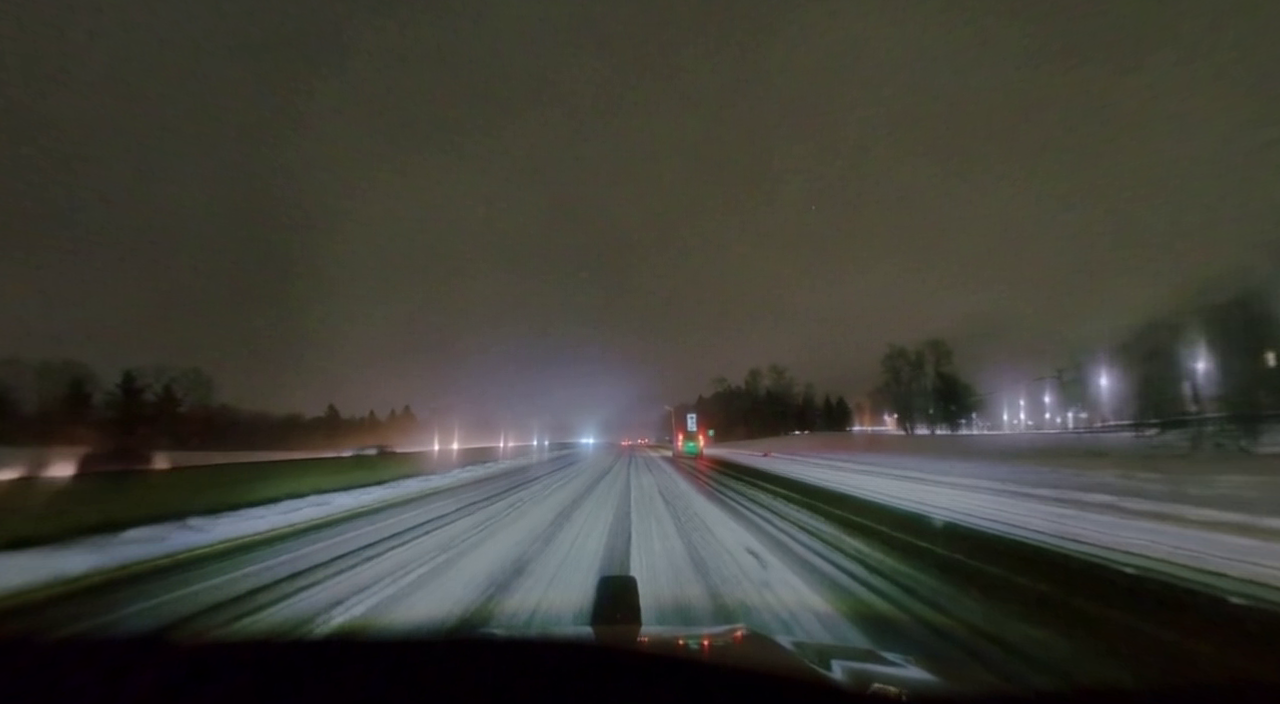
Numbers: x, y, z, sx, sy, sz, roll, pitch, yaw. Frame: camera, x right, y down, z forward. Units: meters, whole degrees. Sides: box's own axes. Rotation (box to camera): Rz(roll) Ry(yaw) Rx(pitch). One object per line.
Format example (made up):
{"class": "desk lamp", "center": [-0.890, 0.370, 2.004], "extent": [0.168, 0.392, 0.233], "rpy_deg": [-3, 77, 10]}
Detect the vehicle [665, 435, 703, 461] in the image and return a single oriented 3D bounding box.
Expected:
{"class": "vehicle", "center": [2.555, 5.661, 37.257], "extent": [1.946, 1.481, 3.969], "rpy_deg": [0, -8, 0]}

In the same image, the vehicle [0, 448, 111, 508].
{"class": "vehicle", "center": [-17.508, 3.488, 17.610], "extent": [1.805, 1.497, 4.056], "rpy_deg": [0, -8, 1]}

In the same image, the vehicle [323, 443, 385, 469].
{"class": "vehicle", "center": [-17.374, 6.310, 38.426], "extent": [1.856, 1.500, 3.975], "rpy_deg": [0, -8, 2]}
